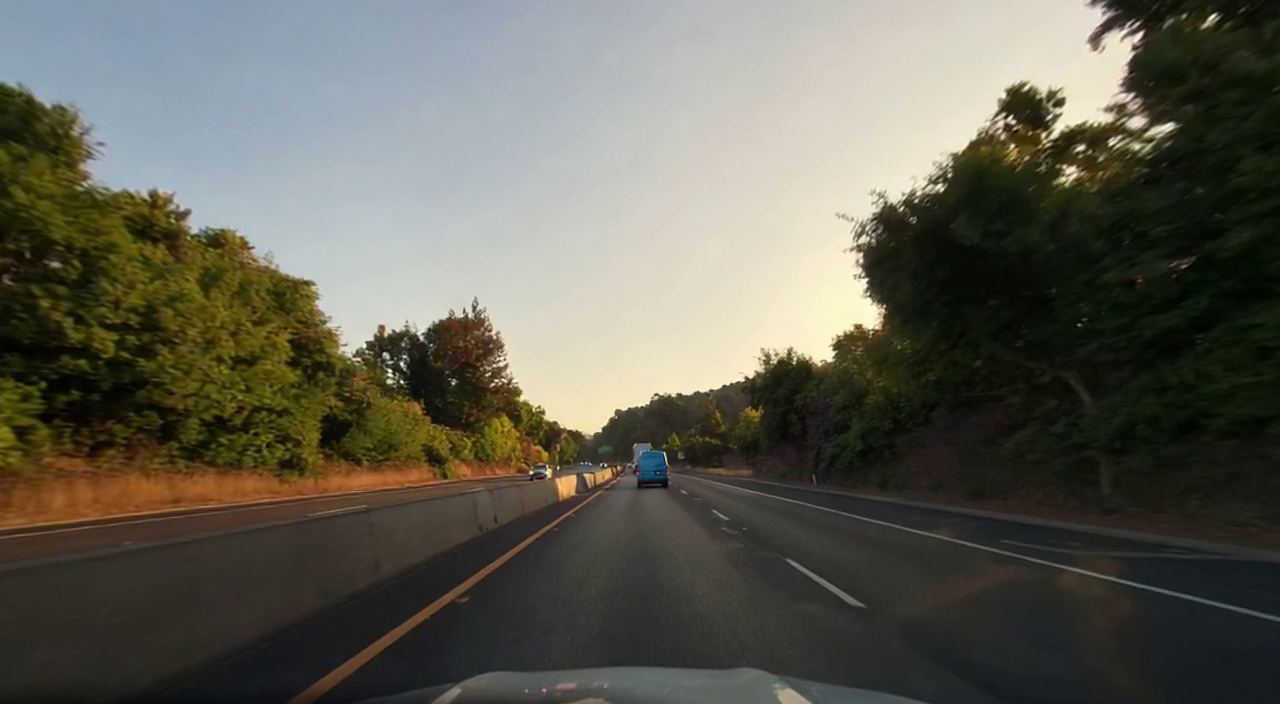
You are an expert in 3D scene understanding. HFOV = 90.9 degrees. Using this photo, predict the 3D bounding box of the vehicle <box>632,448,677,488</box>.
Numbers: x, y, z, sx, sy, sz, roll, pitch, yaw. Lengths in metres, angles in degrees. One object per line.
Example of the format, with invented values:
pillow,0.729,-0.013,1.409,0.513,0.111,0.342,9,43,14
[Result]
vehicle,0.784,6.894,37.371,2.429,2.167,4.558,1,-11,-2
